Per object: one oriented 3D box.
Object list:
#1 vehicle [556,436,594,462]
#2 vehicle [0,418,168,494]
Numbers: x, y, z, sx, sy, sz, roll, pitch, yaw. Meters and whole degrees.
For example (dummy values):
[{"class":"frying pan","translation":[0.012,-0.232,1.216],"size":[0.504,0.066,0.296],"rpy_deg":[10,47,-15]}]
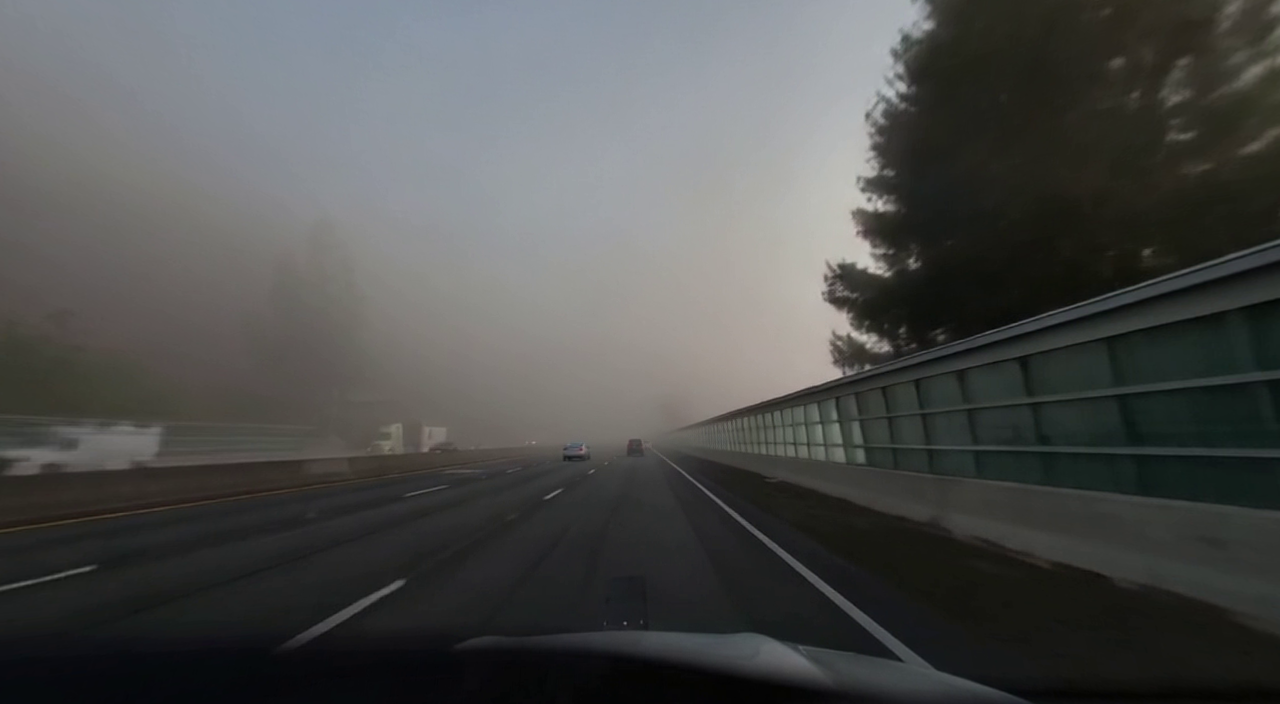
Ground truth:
[{"class":"vehicle","translation":[-4.216,6.404,41.509],"size":[2.063,1.598,4.189],"rpy_deg":[0,-8,0]},{"class":"vehicle","translation":[-20.245,3.640,22.326],"size":[2.251,2.311,5.834],"rpy_deg":[0,-8,0]}]
